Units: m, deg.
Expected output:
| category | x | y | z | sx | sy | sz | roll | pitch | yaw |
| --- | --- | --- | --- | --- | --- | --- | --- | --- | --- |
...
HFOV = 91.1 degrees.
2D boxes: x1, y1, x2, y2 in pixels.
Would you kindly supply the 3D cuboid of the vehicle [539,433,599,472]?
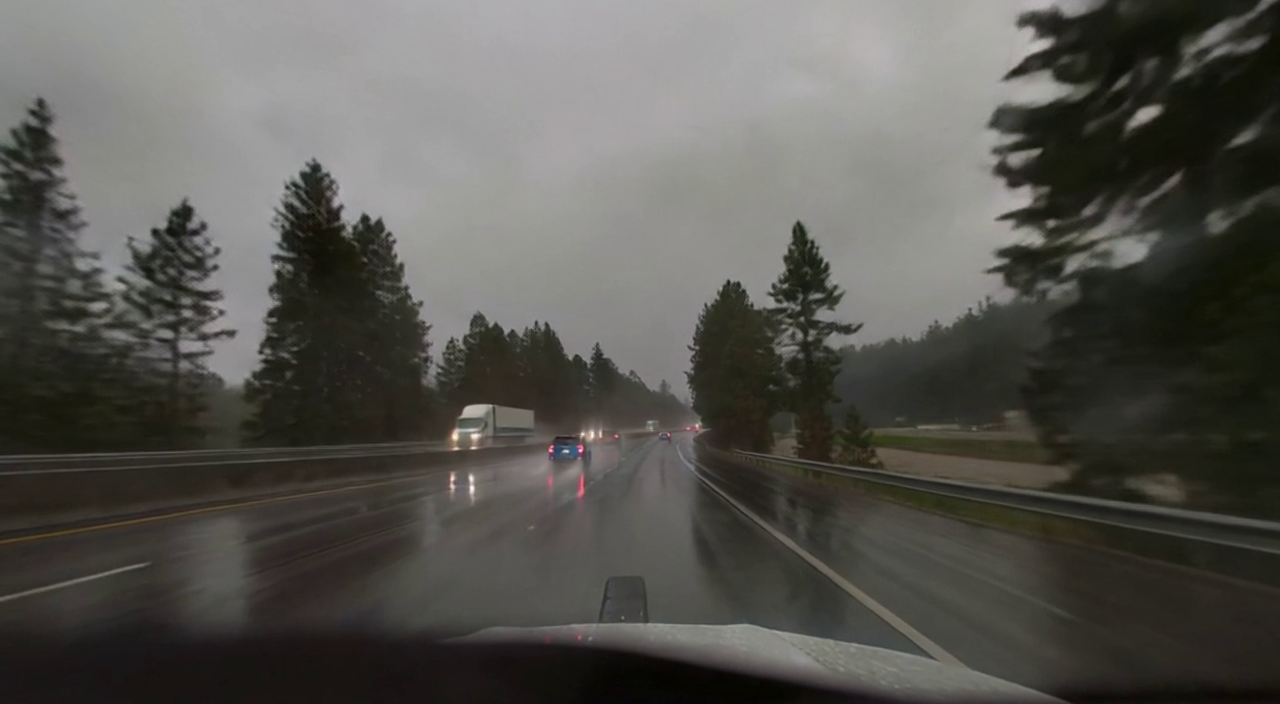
| category | x | y | z | sx | sy | sz | roll | pitch | yaw |
| --- | --- | --- | --- | --- | --- | --- | --- | --- | --- |
| vehicle | -3.082 | 4.534 | 28.436 | 2.053 | 1.589 | 4.671 | -1 | -9 | 2 |
